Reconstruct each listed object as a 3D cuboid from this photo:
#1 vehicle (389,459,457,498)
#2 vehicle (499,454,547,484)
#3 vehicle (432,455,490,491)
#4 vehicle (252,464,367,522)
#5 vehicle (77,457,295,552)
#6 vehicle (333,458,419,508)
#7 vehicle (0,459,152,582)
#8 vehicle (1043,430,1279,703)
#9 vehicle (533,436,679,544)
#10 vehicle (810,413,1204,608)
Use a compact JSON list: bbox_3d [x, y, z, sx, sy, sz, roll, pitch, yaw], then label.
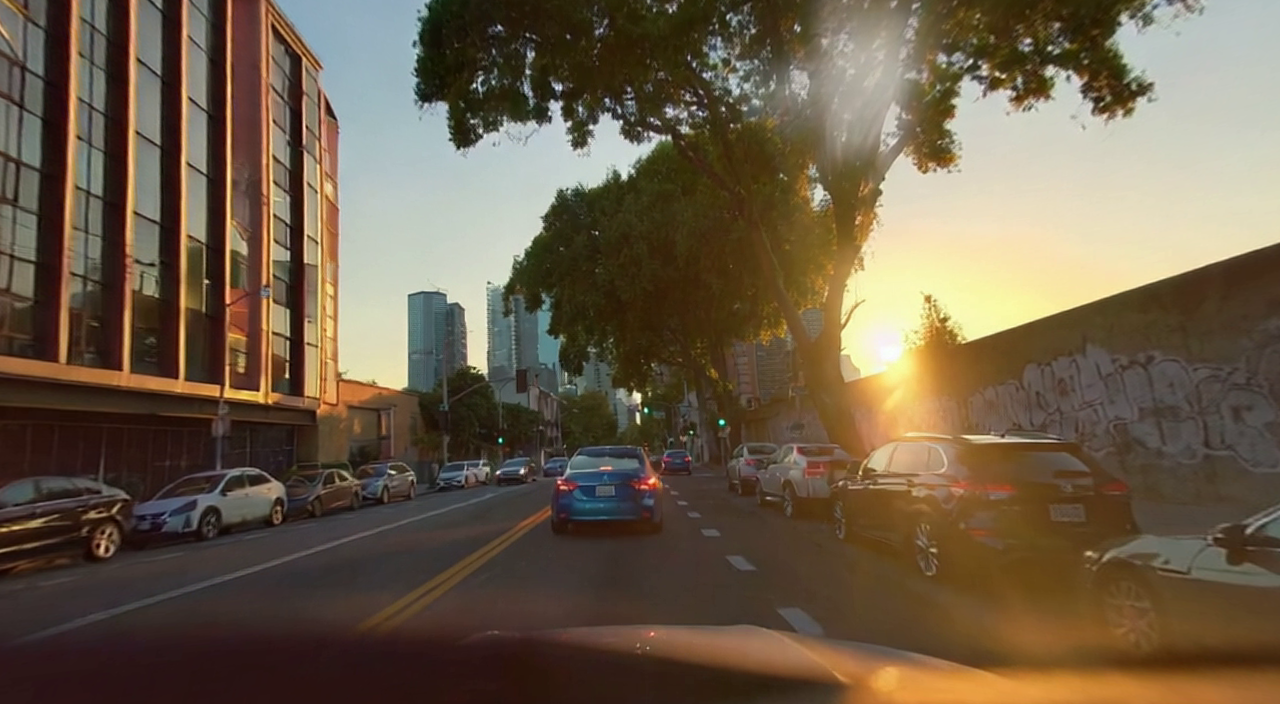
[{"bbox_3d":[-11.092,6.464,32.647,1.931,1.499,4.645,-6,-8,-2],"label":"vehicle"},{"bbox_3d":[-6.756,6.765,36.935,1.906,1.445,4.490,-4,-8,0],"label":"vehicle"},{"bbox_3d":[-10.910,7.360,38.773,2.199,1.717,4.888,-6,-8,-2],"label":"vehicle"},{"bbox_3d":[-11.040,4.698,21.481,1.741,1.506,4.370,-4,-8,-2],"label":"vehicle"},{"bbox_3d":[-10.960,3.646,15.808,2.276,1.741,4.439,-4,-8,-1],"label":"vehicle"},{"bbox_3d":[-11.056,5.466,26.768,1.822,1.639,4.144,-6,-8,0],"label":"vehicle"},{"bbox_3d":[-10.768,2.755,10.302,1.988,1.781,4.827,-3,-8,-3],"label":"vehicle"},{"bbox_3d":[4.190,1.118,2.697,1.955,1.535,4.266,2,-9,-3],"label":"vehicle"},{"bbox_3d":[-0.523,2.384,11.615,2.166,1.579,4.300,0,-8,-1],"label":"vehicle"},{"bbox_3d":[4.197,1.884,8.659,2.097,1.811,5.230,0,-8,-2],"label":"vehicle"}]
